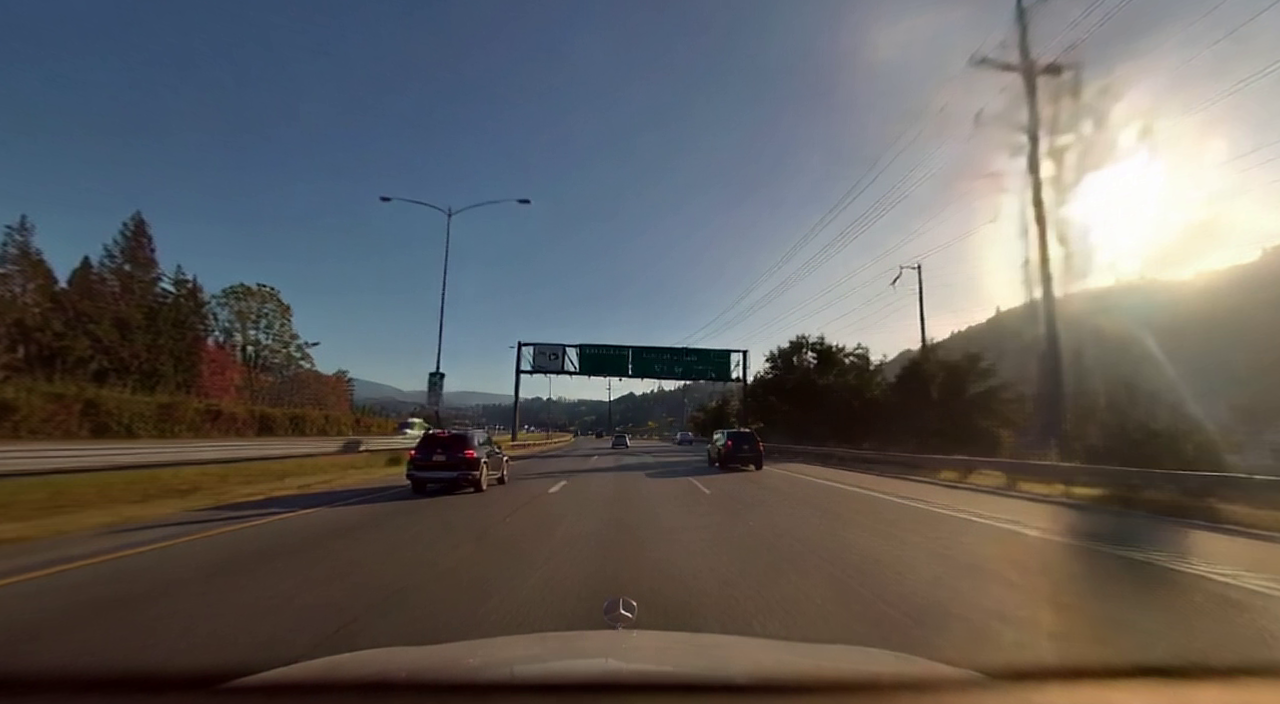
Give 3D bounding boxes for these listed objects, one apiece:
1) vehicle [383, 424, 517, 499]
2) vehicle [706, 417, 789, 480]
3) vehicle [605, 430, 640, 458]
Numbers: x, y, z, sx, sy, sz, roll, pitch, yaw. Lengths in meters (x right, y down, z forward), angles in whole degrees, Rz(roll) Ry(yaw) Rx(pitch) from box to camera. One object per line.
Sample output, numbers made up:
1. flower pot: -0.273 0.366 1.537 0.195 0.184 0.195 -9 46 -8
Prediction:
1. vehicle: -4.454 2.599 15.501 2.100 1.590 4.077 0 -7 -1
2. vehicle: 3.477 3.155 20.938 1.976 1.905 3.263 0 -7 -4
3. vehicle: -1.193 5.902 40.744 2.159 1.690 3.720 0 -7 -3
